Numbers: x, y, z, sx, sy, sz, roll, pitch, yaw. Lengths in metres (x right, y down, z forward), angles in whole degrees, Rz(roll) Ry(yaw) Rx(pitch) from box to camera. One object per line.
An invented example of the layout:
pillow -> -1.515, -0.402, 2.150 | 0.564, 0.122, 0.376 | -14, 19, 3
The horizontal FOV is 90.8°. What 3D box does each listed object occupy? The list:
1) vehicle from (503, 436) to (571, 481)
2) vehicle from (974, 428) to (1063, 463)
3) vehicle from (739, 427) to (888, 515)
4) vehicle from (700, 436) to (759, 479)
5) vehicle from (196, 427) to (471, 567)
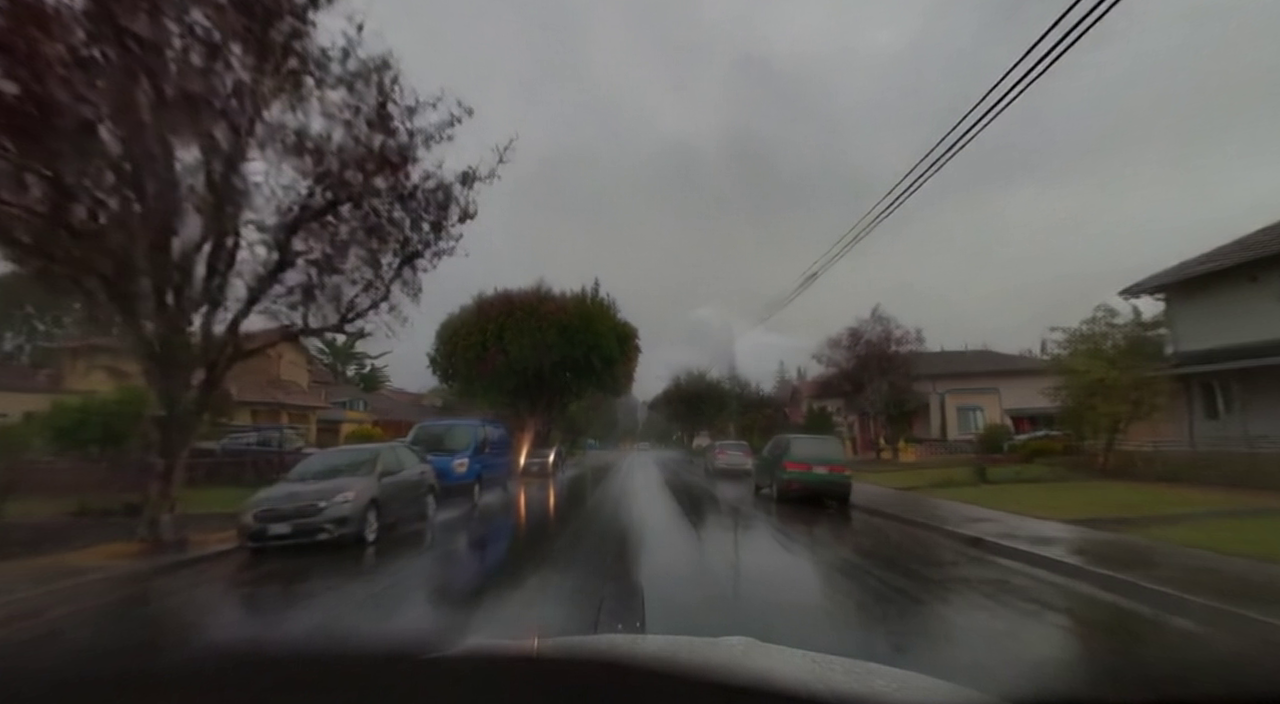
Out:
vehicle -> -4.324, 4.541, 27.135 | 2.157, 1.736, 4.104 | -1, -9, 1
vehicle -> 19.380, 4.819, 32.562 | 2.086, 1.658, 4.154 | 0, -9, 2
vehicle -> 4.122, 2.937, 16.280 | 2.152, 1.810, 5.846 | 0, -8, 0
vehicle -> 4.008, 4.822, 29.119 | 2.173, 1.806, 4.701 | 0, -8, 2
vehicle -> -4.540, 2.140, 10.441 | 2.116, 1.659, 4.832 | -3, -7, 1
